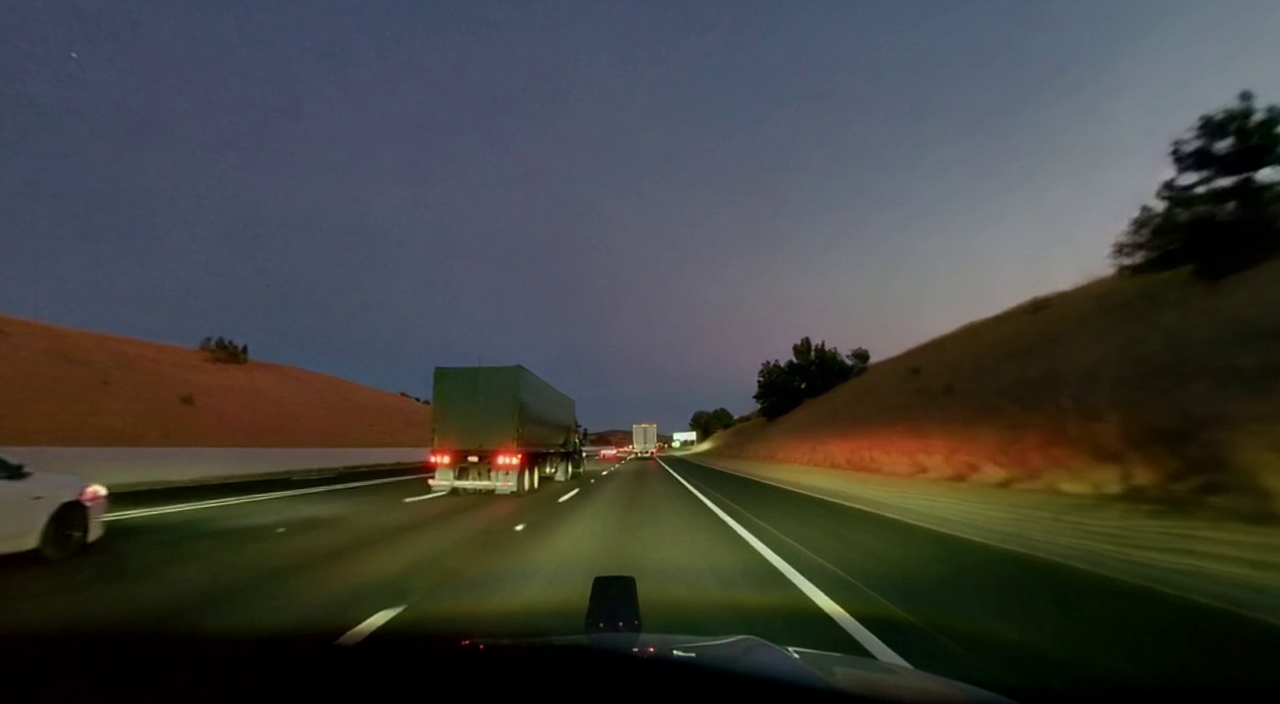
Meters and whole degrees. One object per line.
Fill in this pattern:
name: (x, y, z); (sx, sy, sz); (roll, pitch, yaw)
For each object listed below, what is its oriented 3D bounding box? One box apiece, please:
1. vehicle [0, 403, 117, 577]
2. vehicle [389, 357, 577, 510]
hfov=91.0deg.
vehicle: (-7.462, 1.207, 5.222); (2.125, 1.725, 4.715); (0, -9, 0)
vehicle: (-3.909, 2.556, 19.015); (2.789, 3.271, 10.894); (0, -9, 0)
